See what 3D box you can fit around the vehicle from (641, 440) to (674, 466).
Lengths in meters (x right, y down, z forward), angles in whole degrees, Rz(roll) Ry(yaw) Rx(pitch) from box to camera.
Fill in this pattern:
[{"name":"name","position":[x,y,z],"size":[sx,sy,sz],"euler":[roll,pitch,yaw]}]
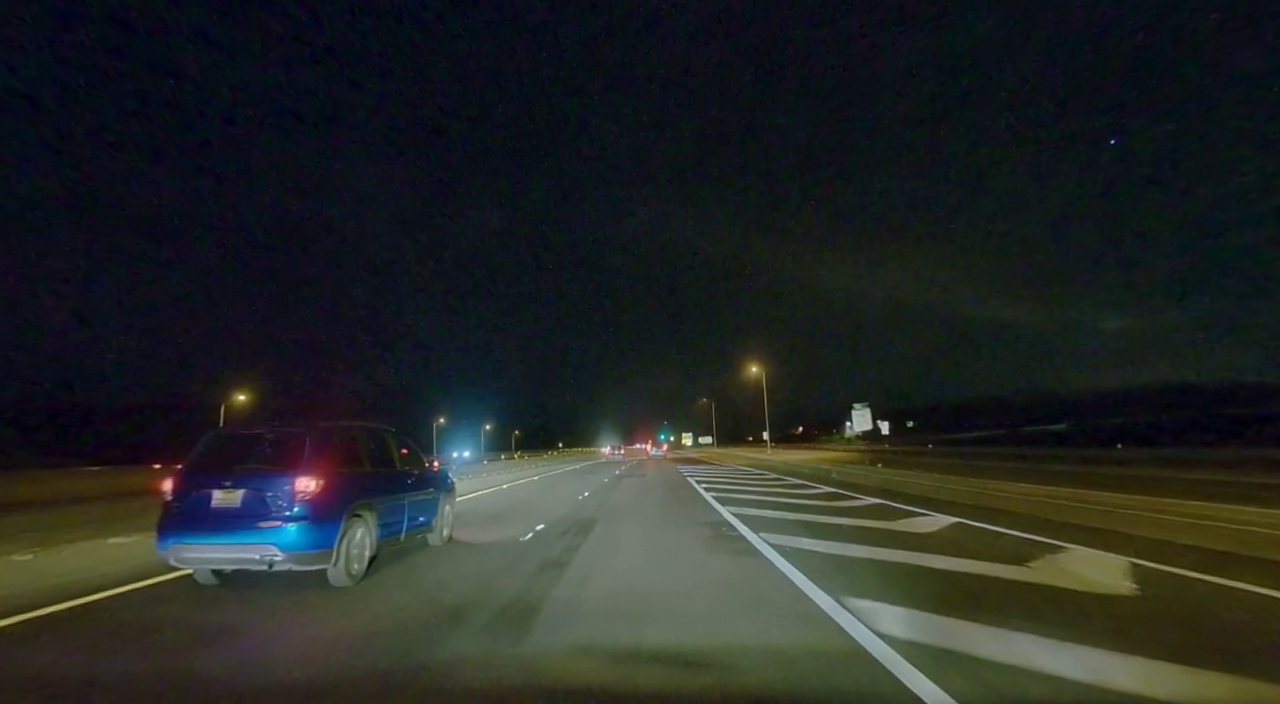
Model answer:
[{"name":"vehicle","position":[1.122,6.740,42.053],"size":[2.073,1.621,3.993],"euler":[0,-8,0]}]

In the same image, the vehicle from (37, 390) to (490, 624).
[{"name":"vehicle","position":[-3.316,1.475,6.956],"size":[2.143,1.693,4.513],"euler":[0,-9,1]}]
